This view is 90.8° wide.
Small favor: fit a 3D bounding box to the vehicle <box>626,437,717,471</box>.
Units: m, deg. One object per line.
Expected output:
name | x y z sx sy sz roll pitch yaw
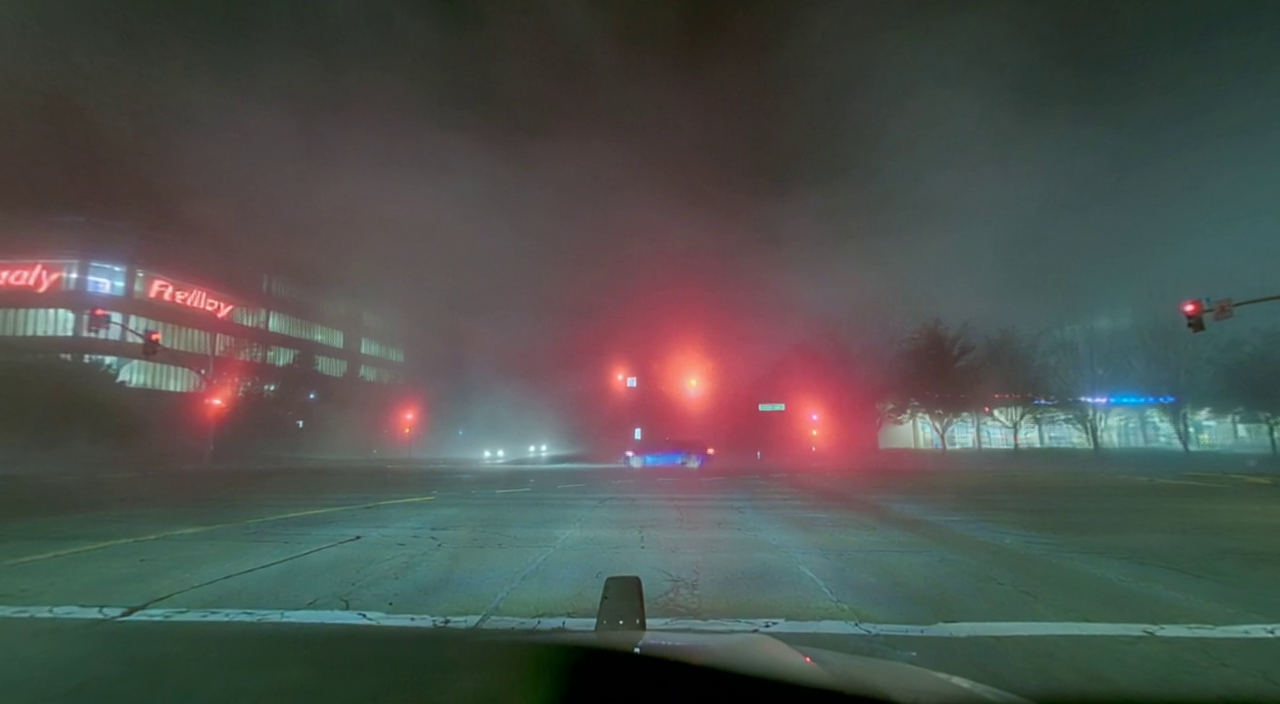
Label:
vehicle | 1.611 5.460 33.888 4.639 1.699 2.030 0 -9 -4
